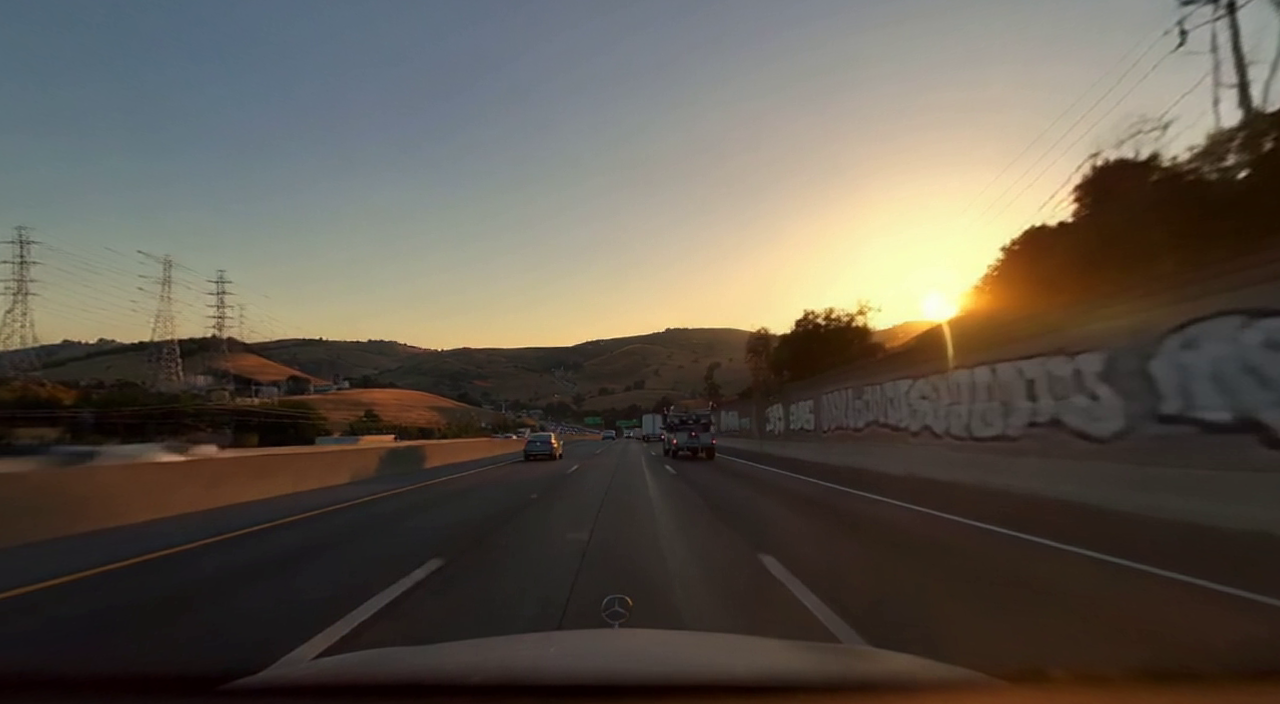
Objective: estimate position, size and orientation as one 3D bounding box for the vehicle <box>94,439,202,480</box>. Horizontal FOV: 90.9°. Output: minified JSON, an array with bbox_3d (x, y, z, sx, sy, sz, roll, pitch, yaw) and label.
[{"bbox_3d":[-19.967,4.341,25.765,1.740,1.510,3.273,0,-8,-1],"label":"vehicle"}]

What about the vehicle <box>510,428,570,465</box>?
[{"bbox_3d":[-4.313,4.125,27.859,1.965,1.486,4.448,0,-8,0],"label":"vehicle"}]

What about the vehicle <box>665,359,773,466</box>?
[{"bbox_3d":[3.062,2.922,28.315,3.060,3.842,11.095,0,-8,-2],"label":"vehicle"}]
